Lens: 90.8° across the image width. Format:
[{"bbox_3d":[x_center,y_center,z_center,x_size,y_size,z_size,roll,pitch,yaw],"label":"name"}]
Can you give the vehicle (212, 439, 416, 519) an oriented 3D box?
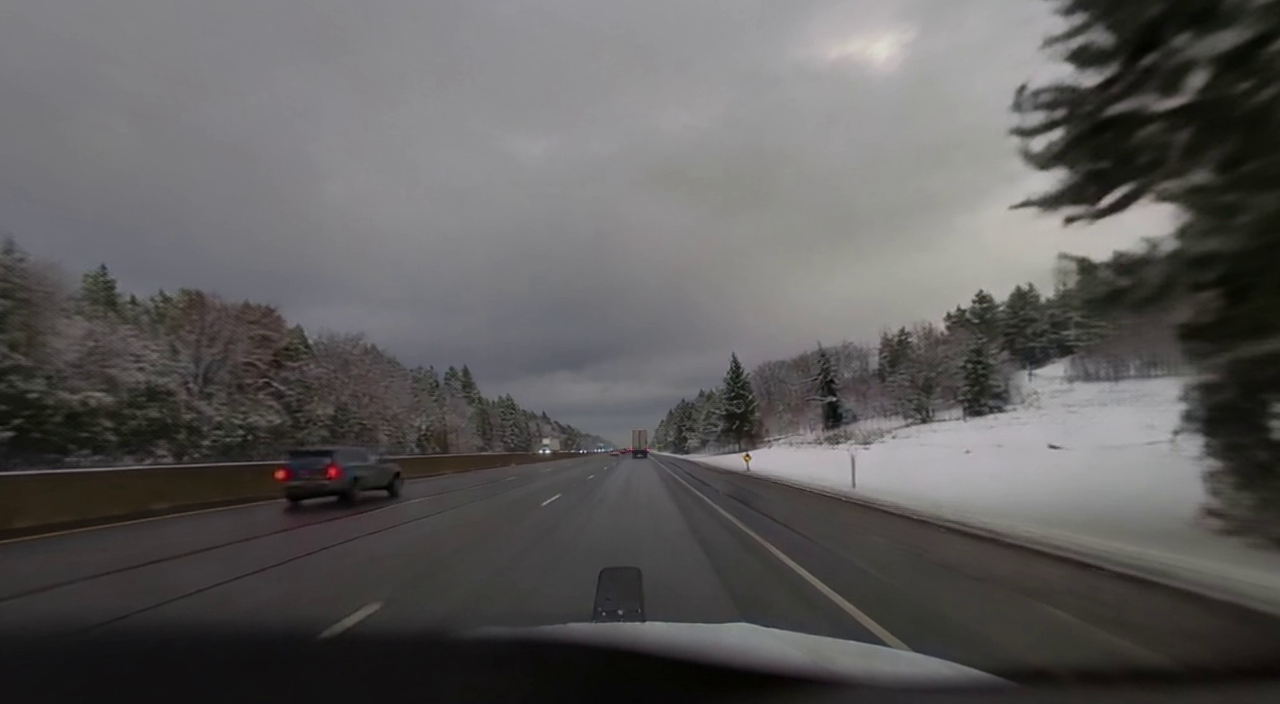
[{"bbox_3d":[-7.456,2.949,15.252,2.179,1.577,5.070,0,-9,1],"label":"vehicle"}]
